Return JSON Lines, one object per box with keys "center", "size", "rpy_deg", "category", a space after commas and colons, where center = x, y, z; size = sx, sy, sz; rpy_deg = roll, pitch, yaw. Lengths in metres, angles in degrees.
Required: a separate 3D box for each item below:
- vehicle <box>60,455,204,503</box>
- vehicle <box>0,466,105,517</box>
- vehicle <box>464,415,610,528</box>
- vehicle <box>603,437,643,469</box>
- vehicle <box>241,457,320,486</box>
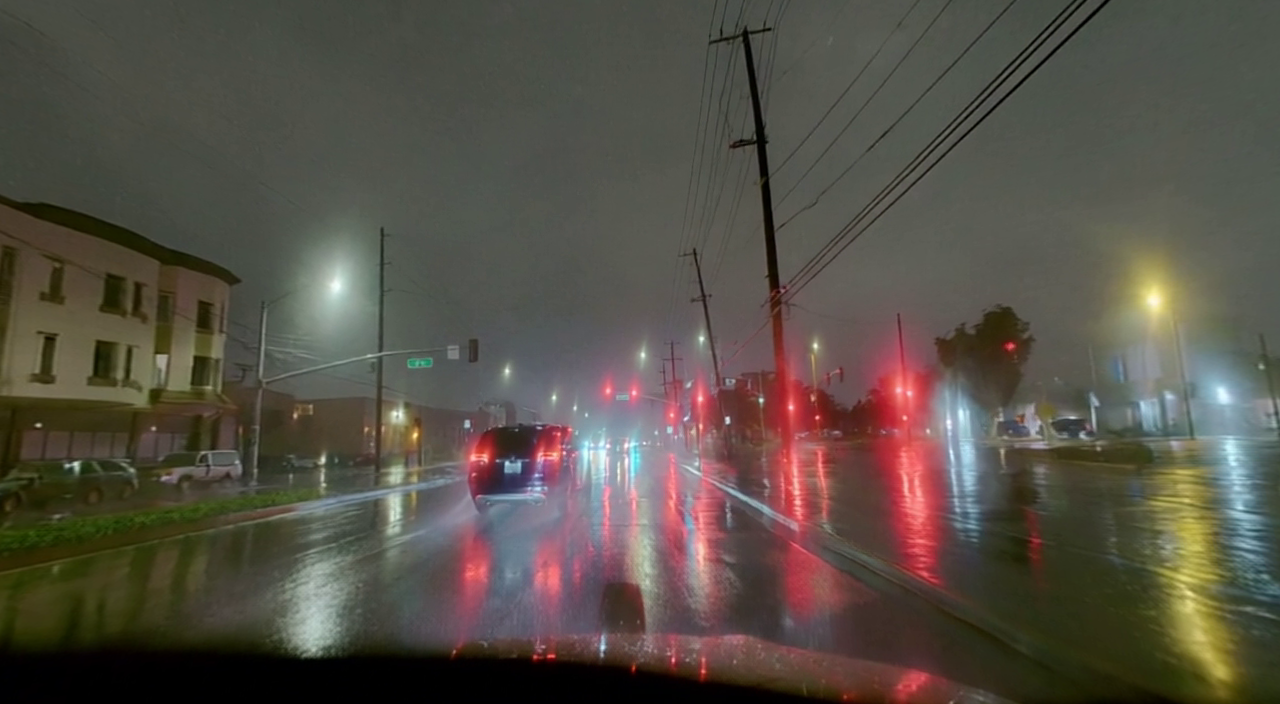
{"center": [-20.121, 5.012, 25.333], "size": [1.989, 1.689, 4.388], "rpy_deg": [0, -9, 2], "category": "vehicle"}
{"center": [-20.203, 4.490, 20.533], "size": [1.790, 1.415, 4.450], "rpy_deg": [0, -9, -2], "category": "vehicle"}
{"center": [-1.712, 2.191, 12.012], "size": [2.022, 1.757, 4.041], "rpy_deg": [0, -9, 1], "category": "vehicle"}
{"center": [-0.927, 5.777, 36.235], "size": [2.144, 1.681, 3.855], "rpy_deg": [0, -9, 0], "category": "vehicle"}
{"center": [-20.130, 6.678, 35.590], "size": [1.826, 1.430, 4.426], "rpy_deg": [0, -9, 0], "category": "vehicle"}
